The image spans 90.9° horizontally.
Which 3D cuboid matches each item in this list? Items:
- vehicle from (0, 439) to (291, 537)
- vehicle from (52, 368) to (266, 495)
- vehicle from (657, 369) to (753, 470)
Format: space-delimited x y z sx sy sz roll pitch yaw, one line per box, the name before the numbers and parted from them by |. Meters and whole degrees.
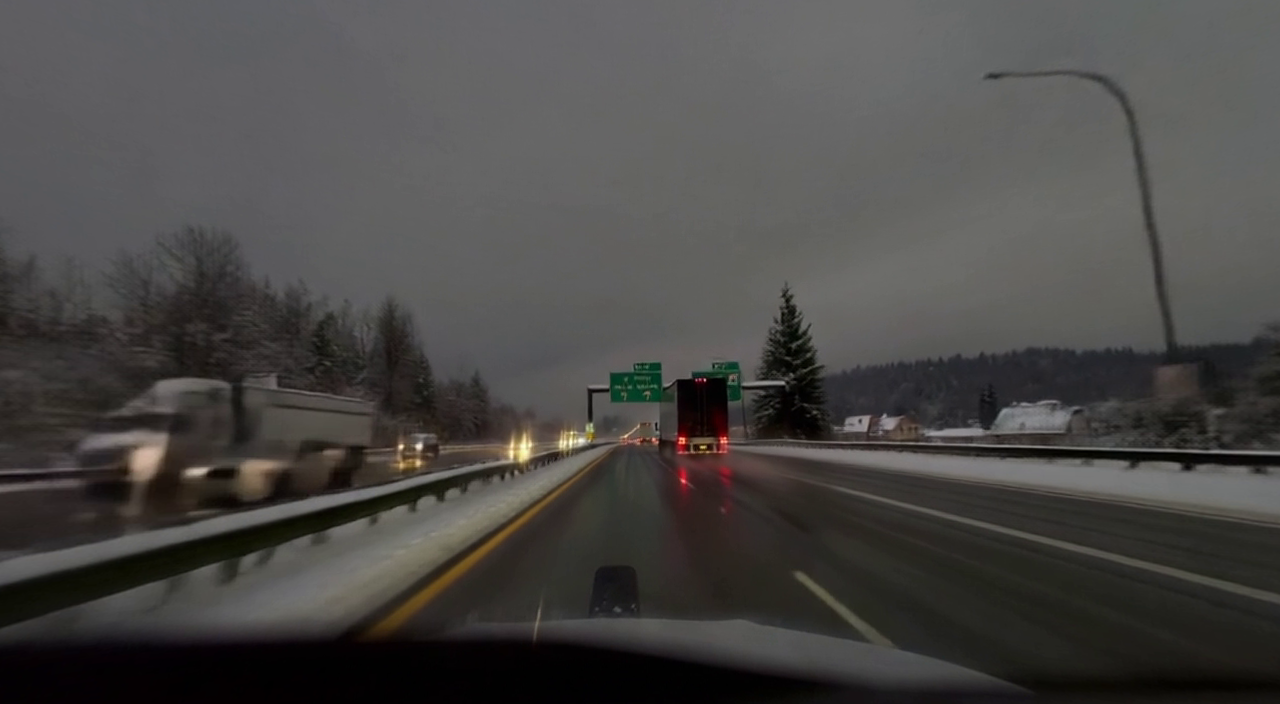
vehicle | -9.013 2.429 12.121 2.015 1.471 4.662 0 -8 -1
vehicle | -17.203 2.928 23.256 3.002 4.059 6.038 0 -8 -1
vehicle | 2.765 3.567 31.800 2.954 3.995 13.335 0 -8 -2
